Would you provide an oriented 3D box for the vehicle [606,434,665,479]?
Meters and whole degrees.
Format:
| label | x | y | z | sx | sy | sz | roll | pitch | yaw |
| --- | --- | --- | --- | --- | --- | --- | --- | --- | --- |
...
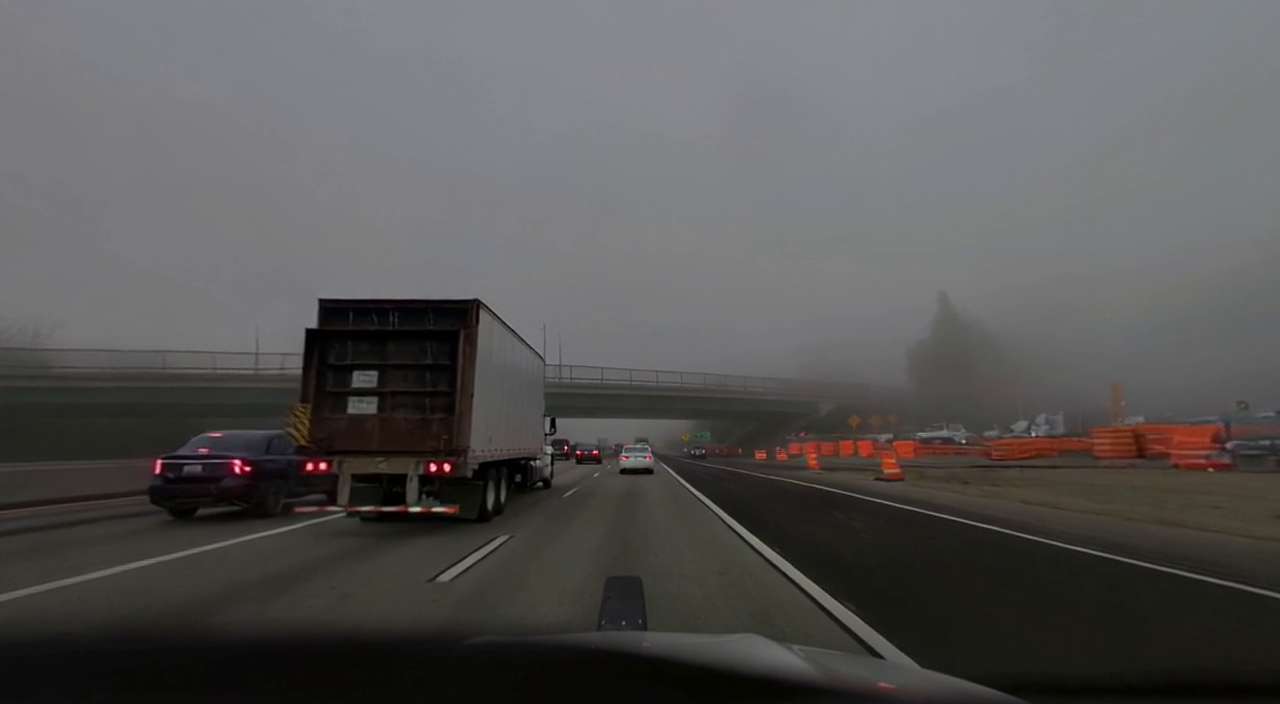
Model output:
| label | x | y | z | sx | sy | sz | roll | pitch | yaw |
| --- | --- | --- | --- | --- | --- | --- | --- | --- | --- |
| vehicle | -0.182 | 4.329 | 26.436 | 2.270 | 1.696 | 4.061 | 0 | -8 | 0 |

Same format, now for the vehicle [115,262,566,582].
| label | x | y | z | sx | sy | sz | roll | pitch | yaw |
| --- | --- | --- | --- | --- | --- | --- | --- | --- | --- |
| vehicle | -3.672 | 1.449 | 12.013 | 3.075 | 3.276 | 11.073 | 0 | -8 | 1 |

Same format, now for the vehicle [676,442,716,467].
| label | x | y | z | sx | sy | sz | roll | pitch | yaw |
| --- | --- | --- | --- | --- | --- | --- | --- | --- | --- |
| vehicle | 3.415 | 6.373 | 39.334 | 2.003 | 1.465 | 4.092 | 0 | -8 | -1 |
